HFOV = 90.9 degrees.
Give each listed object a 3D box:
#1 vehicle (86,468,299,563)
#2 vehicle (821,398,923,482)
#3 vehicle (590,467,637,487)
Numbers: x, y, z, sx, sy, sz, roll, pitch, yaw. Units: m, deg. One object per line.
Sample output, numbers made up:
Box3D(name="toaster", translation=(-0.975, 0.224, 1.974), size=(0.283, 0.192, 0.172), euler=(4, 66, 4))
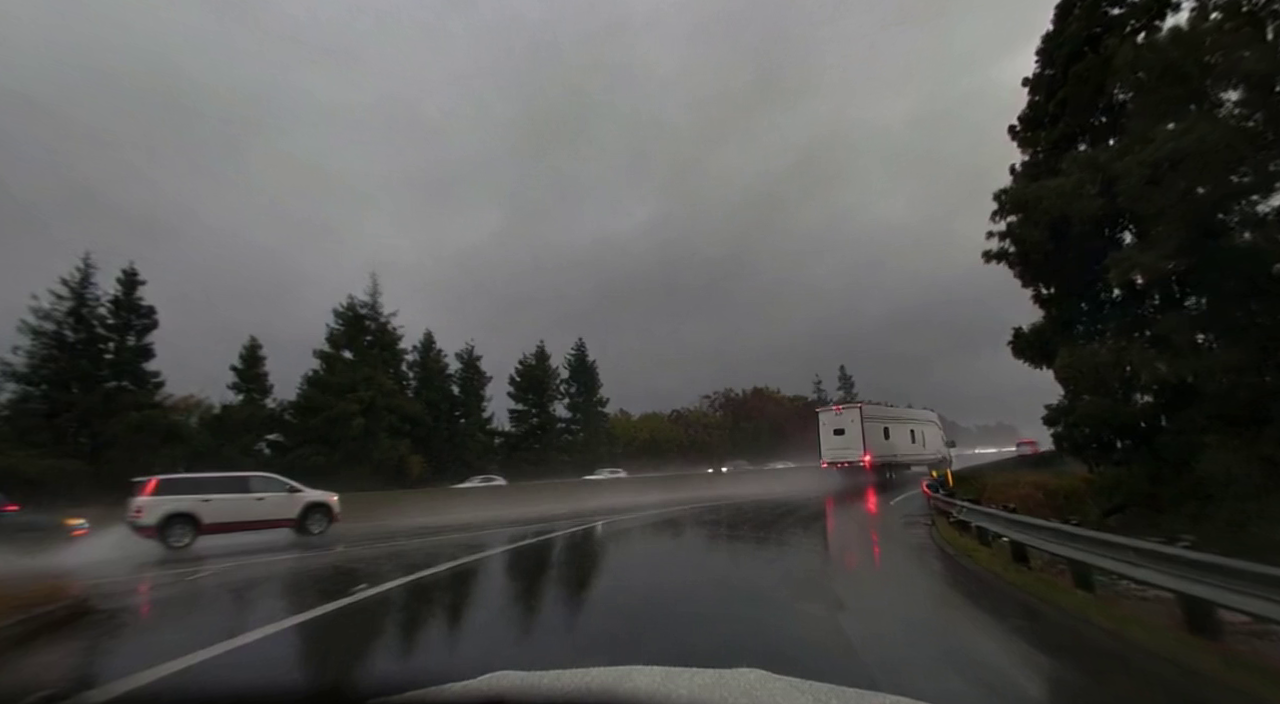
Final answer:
Box3D(name="vehicle", translation=(-8.994, 3.193, 12.851), size=(1.778, 1.560, 3.030), euler=(-7, -11, 37))
Box3D(name="vehicle", translation=(14.005, 5.310, 37.518), size=(3.123, 4.328, 9.076), euler=(-7, -11, 35))
Box3D(name="vehicle", translation=(-2.025, 9.773, 49.376), size=(1.746, 1.384, 3.705), euler=(-6, -11, 35))
